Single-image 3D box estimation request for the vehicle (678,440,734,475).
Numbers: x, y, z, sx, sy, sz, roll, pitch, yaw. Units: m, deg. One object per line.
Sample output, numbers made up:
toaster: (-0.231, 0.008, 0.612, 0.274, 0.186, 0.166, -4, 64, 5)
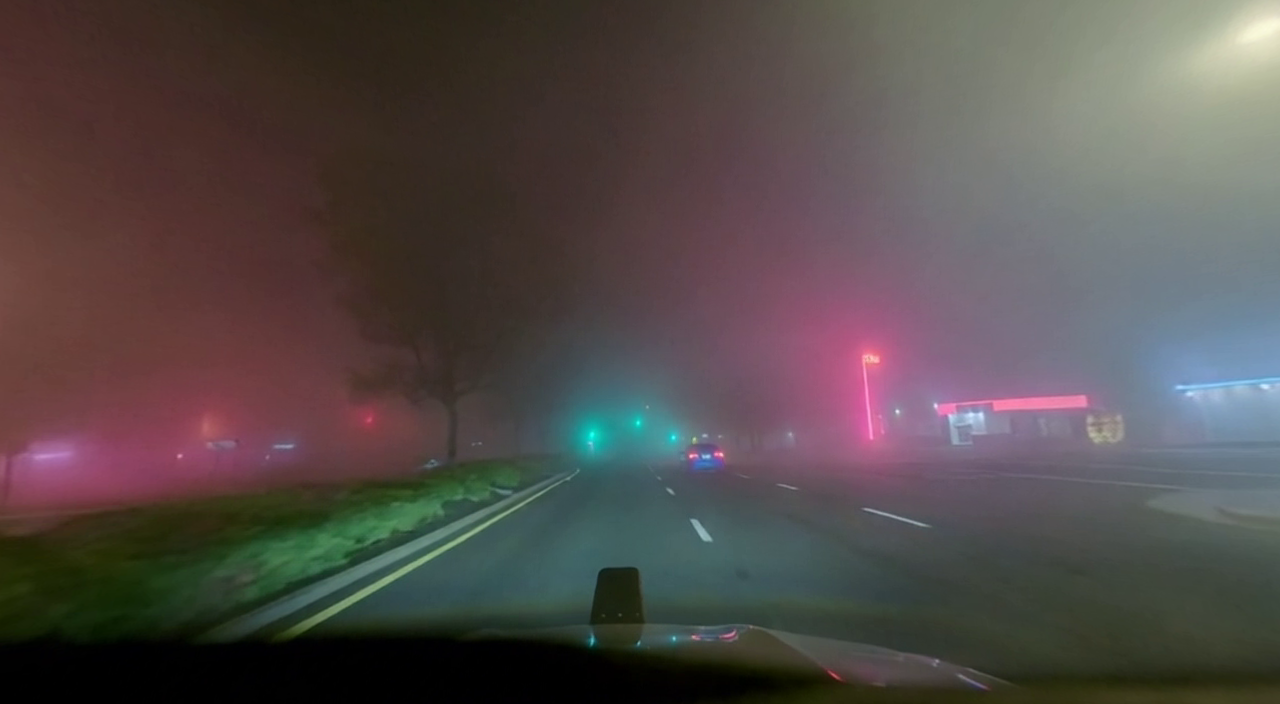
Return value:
vehicle: (2.837, 4.627, 28.067, 1.929, 1.411, 4.284, 0, -8, -1)
